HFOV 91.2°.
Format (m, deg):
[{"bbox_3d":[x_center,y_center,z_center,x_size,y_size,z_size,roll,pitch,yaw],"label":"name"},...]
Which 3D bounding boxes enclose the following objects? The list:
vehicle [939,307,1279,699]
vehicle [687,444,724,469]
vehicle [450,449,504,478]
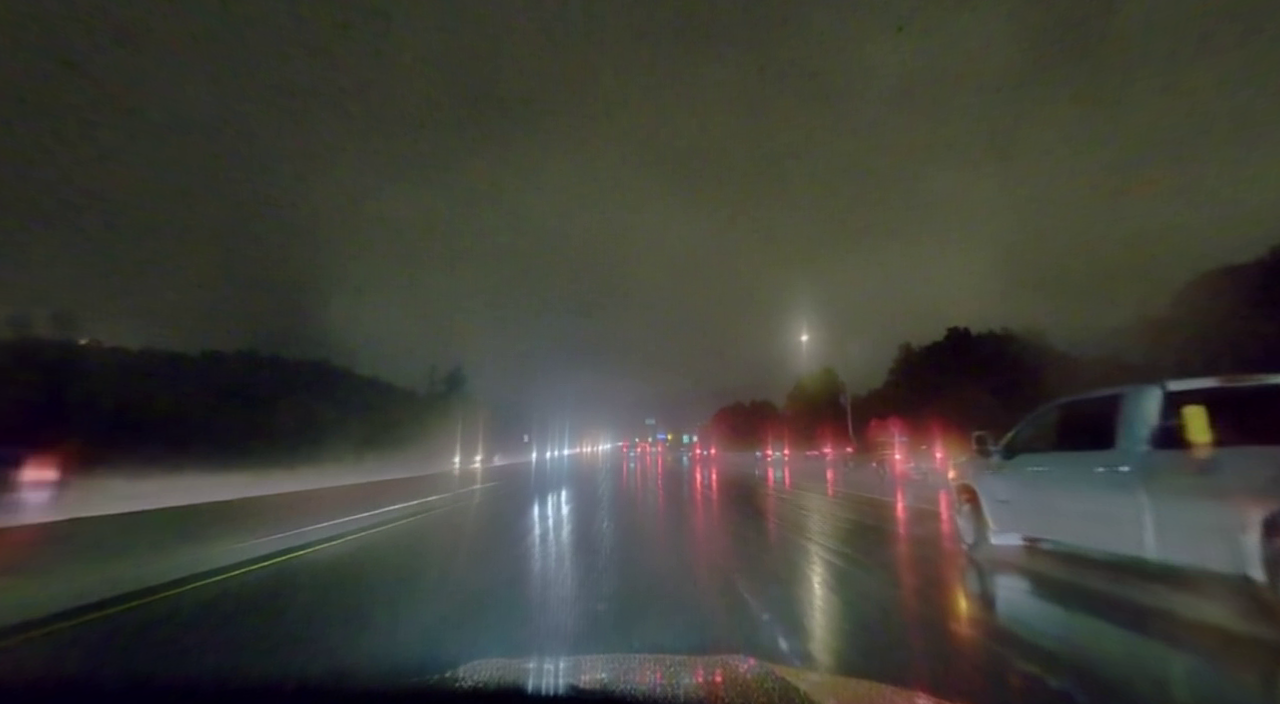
[{"bbox_3d":[4.256,0.876,3.944,2.177,1.914,5.245,0,-9,1],"label":"vehicle"},{"bbox_3d":[4.113,6.675,39.997,1.917,1.488,3.693,0,-9,-1],"label":"vehicle"},{"bbox_3d":[-9.522,6.535,36.989,1.941,1.524,4.584,0,-9,0],"label":"vehicle"}]
